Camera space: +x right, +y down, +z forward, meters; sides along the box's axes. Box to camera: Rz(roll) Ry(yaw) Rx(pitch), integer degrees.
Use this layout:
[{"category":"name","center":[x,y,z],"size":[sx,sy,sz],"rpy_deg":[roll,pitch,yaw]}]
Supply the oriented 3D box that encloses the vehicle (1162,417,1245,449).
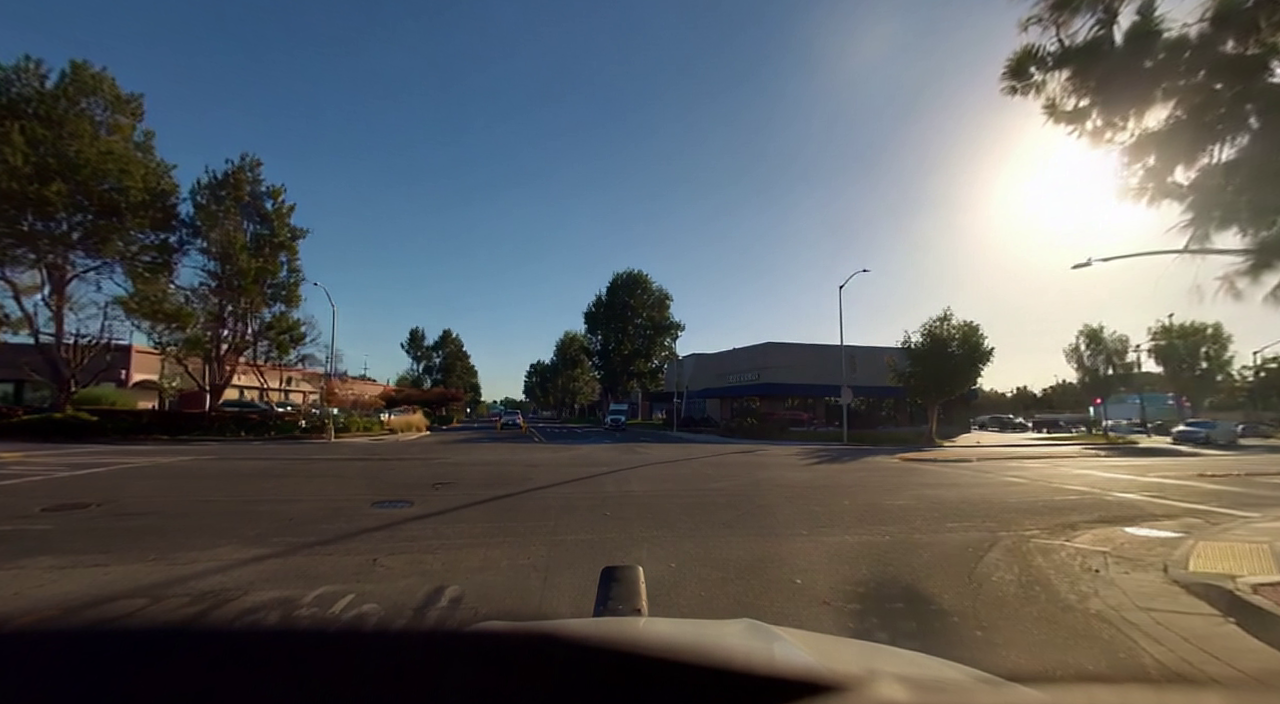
[{"category":"vehicle","center":[34.936,5.076,38.874],"size":[5.333,1.837,2.124],"rpy_deg":[5,-10,-30]}]

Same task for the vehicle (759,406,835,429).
[{"category":"vehicle","center":[10.754,4.547,43.099],"size":[4.674,1.483,1.745],"rpy_deg":[1,-9,-9]}]
